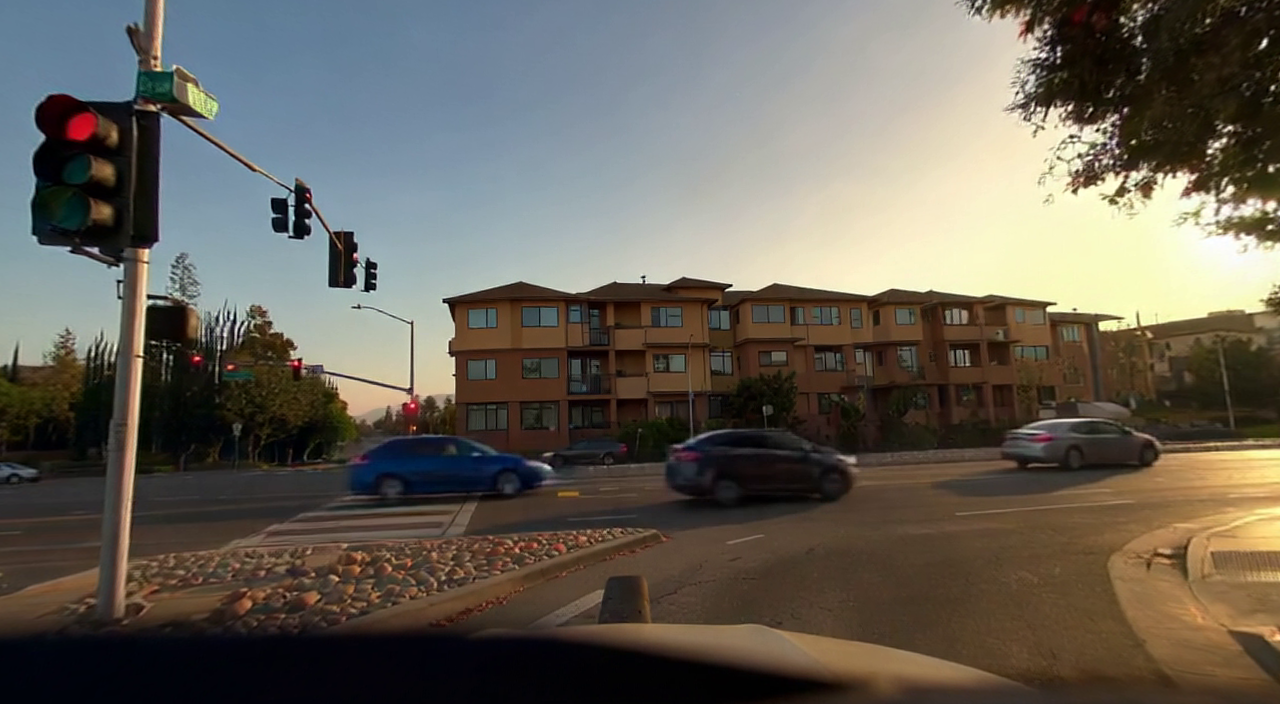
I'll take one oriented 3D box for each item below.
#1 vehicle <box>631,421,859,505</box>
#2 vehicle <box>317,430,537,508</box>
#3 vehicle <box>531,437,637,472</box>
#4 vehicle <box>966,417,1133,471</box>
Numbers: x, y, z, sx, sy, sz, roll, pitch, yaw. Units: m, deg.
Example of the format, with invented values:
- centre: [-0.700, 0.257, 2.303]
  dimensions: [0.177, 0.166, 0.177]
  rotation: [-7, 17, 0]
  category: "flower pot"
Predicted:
- centre: [2.270, 2.417, 14.083]
  dimensions: [4.581, 1.650, 1.958]
  rotation: [2, -9, -16]
  category: "vehicle"
- centre: [-4.997, 2.770, 15.344]
  dimensions: [4.711, 1.688, 1.915]
  rotation: [2, -9, -16]
  category: "vehicle"
- centre: [-2.462, 4.466, 27.588]
  dimensions: [4.289, 1.415, 1.774]
  rotation: [2, -9, -17]
  category: "vehicle"
- centre: [13.708, 3.082, 21.162]
  dimensions: [4.719, 1.671, 1.985]
  rotation: [2, -9, -16]
  category: "vehicle"
